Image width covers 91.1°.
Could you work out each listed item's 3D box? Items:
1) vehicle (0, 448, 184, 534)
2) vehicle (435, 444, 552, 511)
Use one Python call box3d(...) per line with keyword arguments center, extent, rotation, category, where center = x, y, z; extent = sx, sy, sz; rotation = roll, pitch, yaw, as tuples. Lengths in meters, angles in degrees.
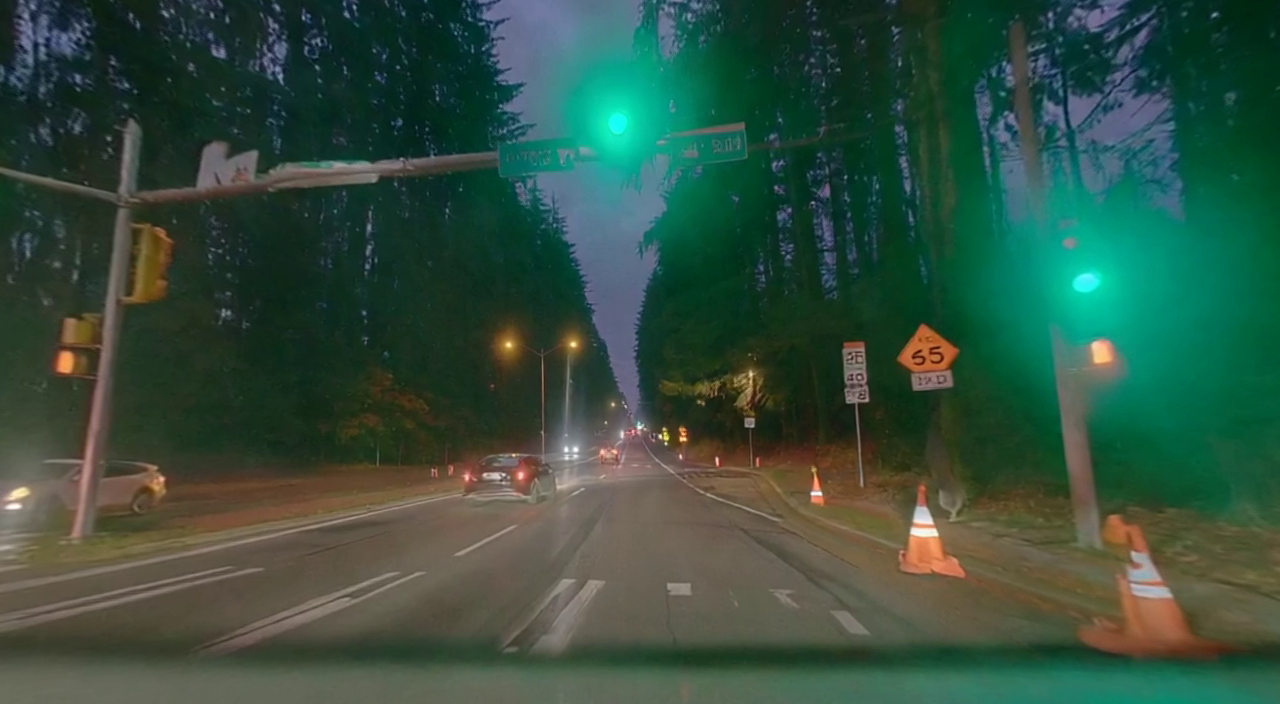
box3d(center=(-11.939, 2.685, 12.690), extent=(1.898, 1.459, 4.587), rotation=(0, -8, 1), category="vehicle")
box3d(center=(-3.632, 3.171, 16.345), extent=(2.029, 1.511, 3.922), rotation=(0, -8, 1), category="vehicle")
